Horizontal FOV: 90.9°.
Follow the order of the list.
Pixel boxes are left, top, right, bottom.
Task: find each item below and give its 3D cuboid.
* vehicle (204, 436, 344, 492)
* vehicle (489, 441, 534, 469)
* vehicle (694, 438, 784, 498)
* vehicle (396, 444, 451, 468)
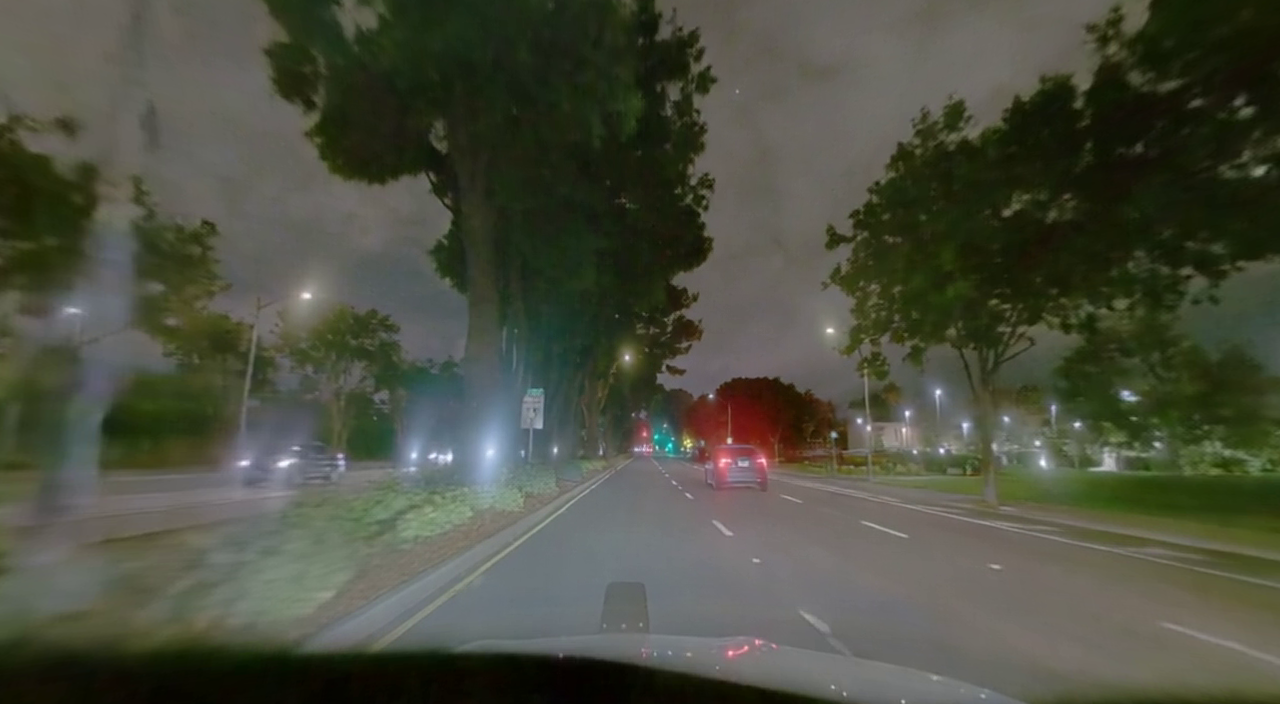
[{"bbox_3d":[-11.581,3.554,20.362,1.879,1.563,4.322,0,-8,0],"label":"vehicle"},{"bbox_3d":[-8.507,6.862,42.121,2.070,1.703,4.301,0,-9,0],"label":"vehicle"},{"bbox_3d":[3.051,3.688,20.524,2.108,1.712,4.616,0,-9,-1],"label":"vehicle"},{"bbox_3d":[-14.283,6.862,41.802,2.094,1.504,4.283,0,-9,1],"label":"vehicle"}]
